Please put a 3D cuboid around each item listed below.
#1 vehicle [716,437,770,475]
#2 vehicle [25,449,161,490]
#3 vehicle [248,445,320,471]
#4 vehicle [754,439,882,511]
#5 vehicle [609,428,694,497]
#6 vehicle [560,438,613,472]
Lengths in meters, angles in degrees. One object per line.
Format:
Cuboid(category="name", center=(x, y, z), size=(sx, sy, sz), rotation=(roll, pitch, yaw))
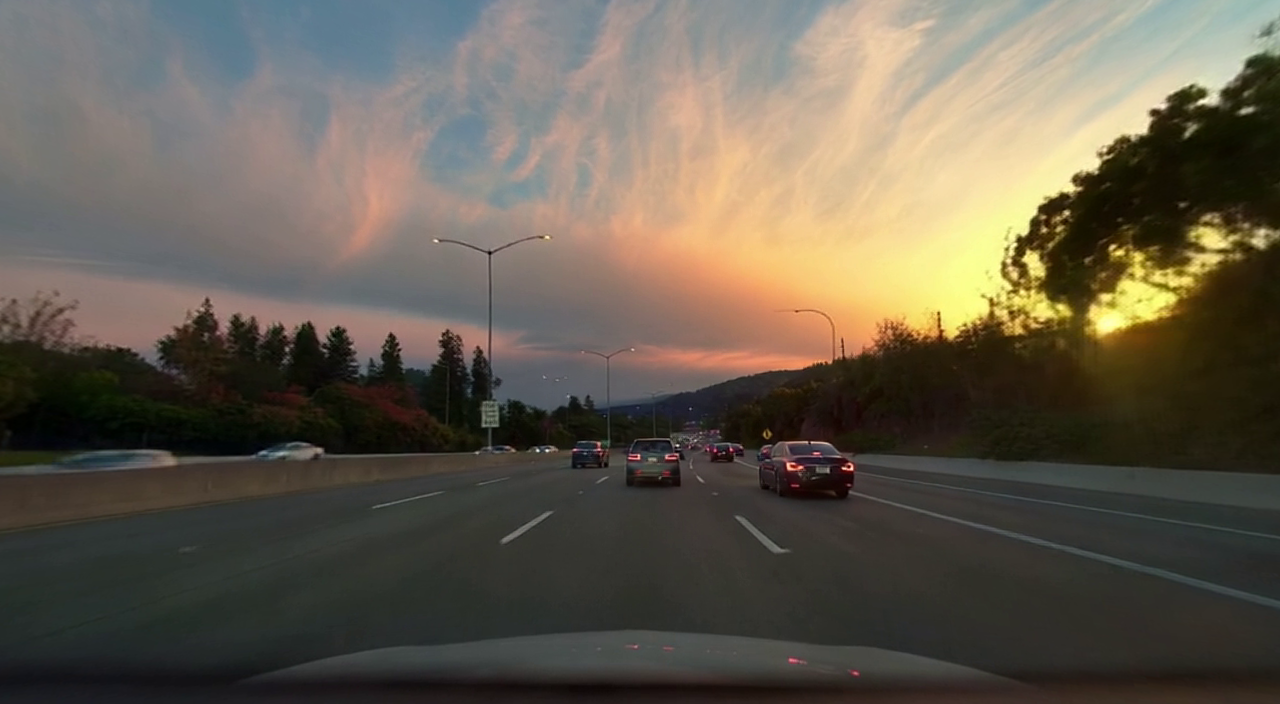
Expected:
Cuboid(category="vehicle", center=(4.996, 5.137, 31.168), size=(2.063, 1.710, 4.591), rotation=(0, -9, 3))
Cuboid(category="vehicle", center=(-24.332, 5.199, 28.270), size=(1.918, 1.639, 4.454), rotation=(0, -9, 3))
Cuboid(category="vehicle", center=(-26.630, 7.920, 47.353), size=(2.189, 1.783, 5.020), rotation=(0, -9, 4))
Cuboid(category="vehicle", center=(4.249, 2.993, 15.842), size=(1.999, 1.514, 4.338), rotation=(0, -9, 1))
Cuboid(category="vehicle", center=(0.351, 3.143, 18.176), size=(2.181, 1.728, 3.970), rotation=(0, -9, 2))
Cuboid(category="vehicle", center=(-2.751, 5.506, 33.785), size=(2.128, 1.627, 4.697), rotation=(0, -9, 4))
